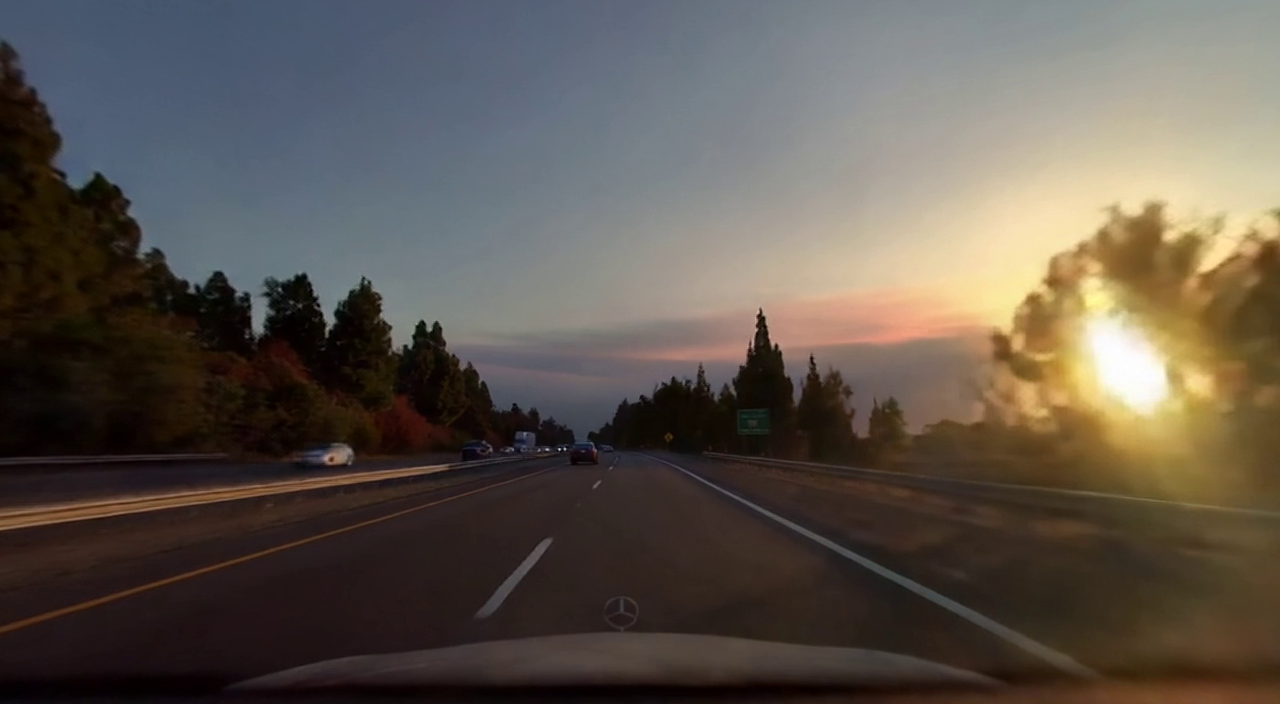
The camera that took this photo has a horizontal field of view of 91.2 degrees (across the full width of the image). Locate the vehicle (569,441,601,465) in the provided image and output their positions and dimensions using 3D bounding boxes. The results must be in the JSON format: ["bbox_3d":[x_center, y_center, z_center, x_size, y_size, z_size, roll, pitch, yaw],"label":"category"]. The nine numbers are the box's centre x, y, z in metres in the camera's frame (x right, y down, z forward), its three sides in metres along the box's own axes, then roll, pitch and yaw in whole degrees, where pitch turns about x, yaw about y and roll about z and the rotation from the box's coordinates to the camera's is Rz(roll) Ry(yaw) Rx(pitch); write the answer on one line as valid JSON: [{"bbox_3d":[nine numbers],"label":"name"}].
[{"bbox_3d":[-4.107,7.660,47.622,2.098,1.692,4.038,0,-9,-1],"label":"vehicle"}]

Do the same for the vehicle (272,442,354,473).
[{"bbox_3d":[-16.996,5.501,32.822,1.956,1.531,4.217,0,-9,0],"label":"vehicle"}]
